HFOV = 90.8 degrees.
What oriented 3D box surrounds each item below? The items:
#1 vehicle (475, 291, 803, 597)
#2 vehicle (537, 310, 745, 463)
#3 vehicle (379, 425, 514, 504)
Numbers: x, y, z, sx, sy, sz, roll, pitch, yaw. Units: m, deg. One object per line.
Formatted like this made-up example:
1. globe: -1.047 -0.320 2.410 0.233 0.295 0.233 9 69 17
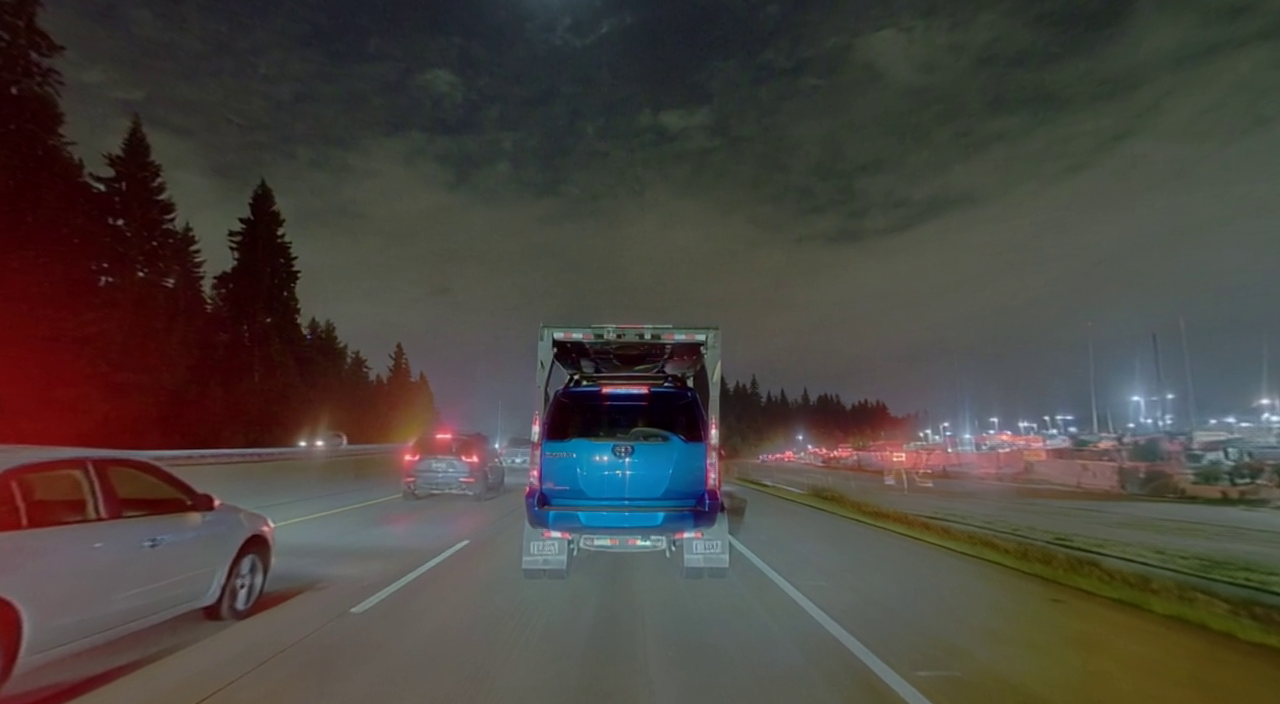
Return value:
1. vehicle: -0.182 1.523 10.610 2.735 2.597 10.435 0 -9 -2
2. vehicle: -0.064 0.701 8.970 2.156 1.604 4.680 0 -9 -2
3. vehicle: -4.586 2.736 15.826 2.057 1.665 4.572 0 -9 -2
